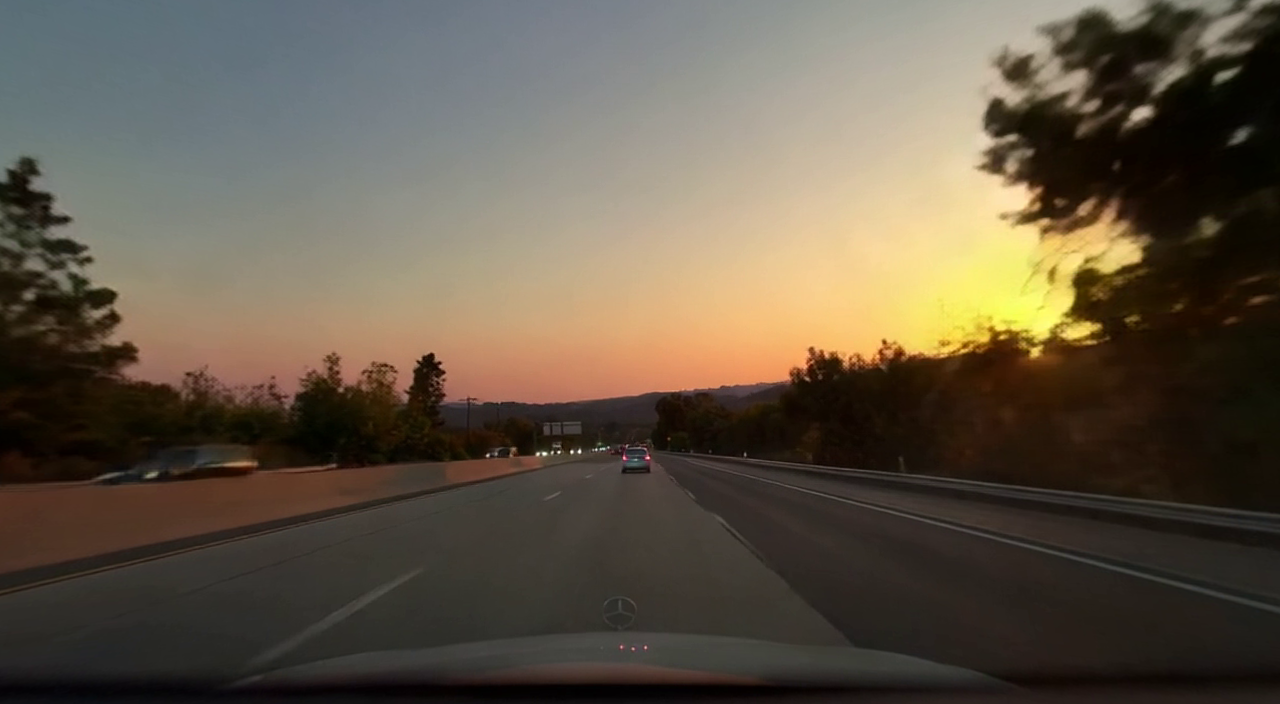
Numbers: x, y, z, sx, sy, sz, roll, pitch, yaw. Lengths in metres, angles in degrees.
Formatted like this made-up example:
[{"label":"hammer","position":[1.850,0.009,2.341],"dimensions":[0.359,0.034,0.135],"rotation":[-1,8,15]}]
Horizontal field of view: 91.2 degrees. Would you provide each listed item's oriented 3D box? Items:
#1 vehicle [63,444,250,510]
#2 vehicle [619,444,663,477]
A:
[{"label":"vehicle","position":[-14.005,3.609,18.597],"dimensions":[1.970,1.692,4.464],"rotation":[0,-9,0]},{"label":"vehicle","position":[0.036,5.511,32.045],"dimensions":[2.095,1.537,4.017],"rotation":[0,-9,-1]}]
